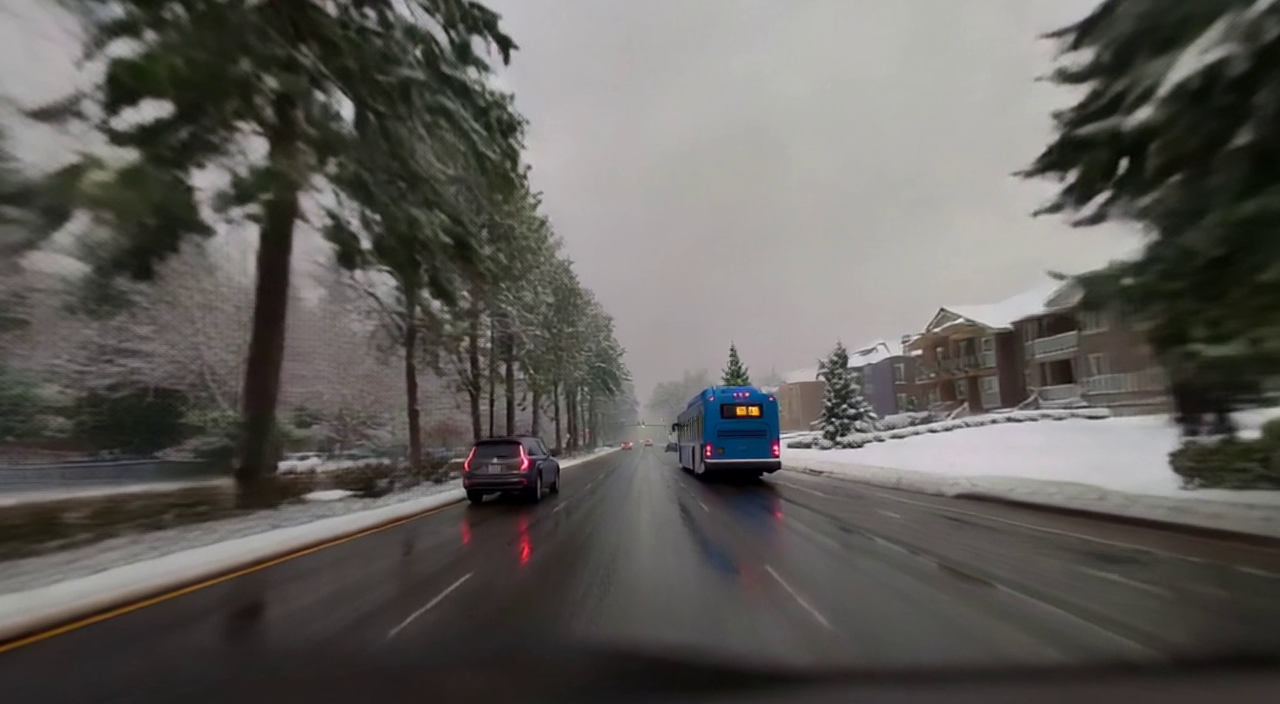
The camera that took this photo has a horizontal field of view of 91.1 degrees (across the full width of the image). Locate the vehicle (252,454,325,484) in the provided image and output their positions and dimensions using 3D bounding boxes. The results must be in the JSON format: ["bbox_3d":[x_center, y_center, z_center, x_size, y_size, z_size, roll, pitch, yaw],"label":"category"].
[{"bbox_3d":[-22.270,7.417,40.028,2.018,1.648,4.631,0,-8,-1],"label":"vehicle"}]

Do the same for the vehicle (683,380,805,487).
[{"bbox_3d":[3.644,3.438,25.806,3.072,3.278,12.747,0,-8,1],"label":"vehicle"}]

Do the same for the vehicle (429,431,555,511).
[{"bbox_3d":[-3.616,2.978,16.262,2.111,1.767,4.333,0,-8,1],"label":"vehicle"}]
